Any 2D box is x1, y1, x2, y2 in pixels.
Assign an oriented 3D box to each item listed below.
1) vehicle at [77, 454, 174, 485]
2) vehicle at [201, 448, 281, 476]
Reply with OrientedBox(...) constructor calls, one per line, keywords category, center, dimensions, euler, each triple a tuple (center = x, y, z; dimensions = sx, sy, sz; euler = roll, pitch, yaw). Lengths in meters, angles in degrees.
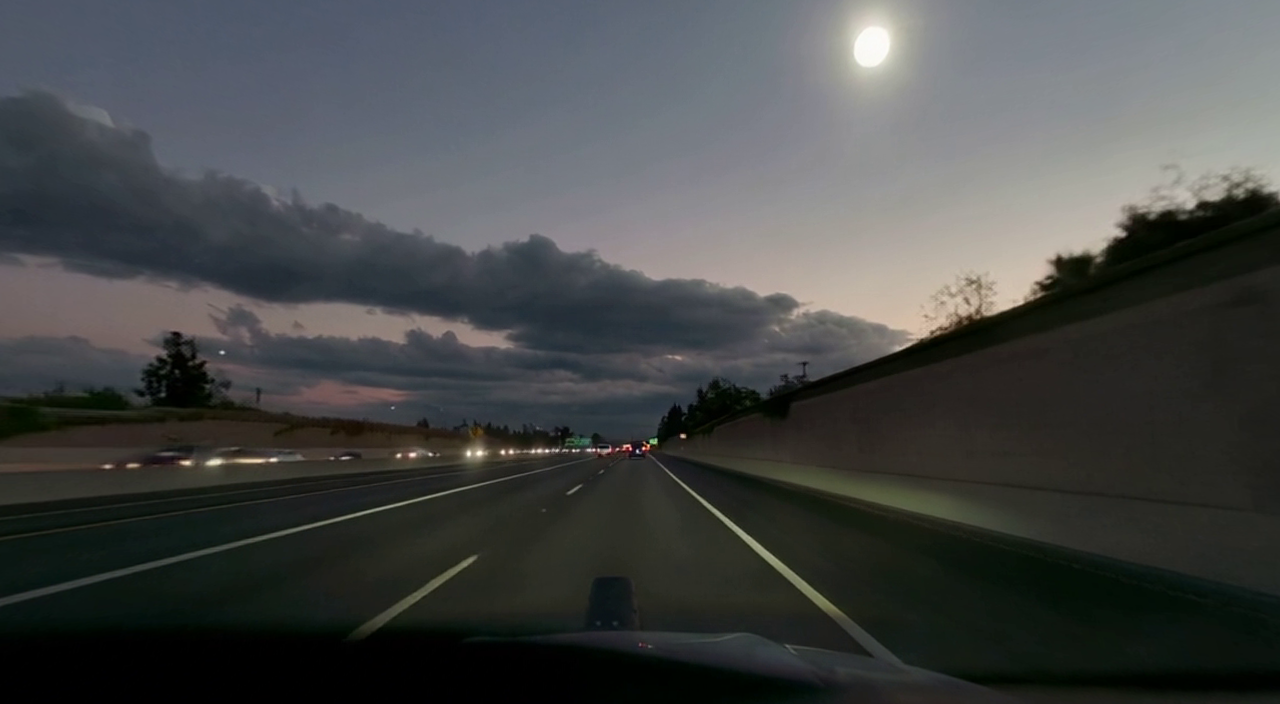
OrientedBox(category="vehicle", center=(-29.696, 6.777, 36.537), dimensions=(1.897, 1.599, 4.359), euler=(0, -9, 0))
OrientedBox(category="vehicle", center=(-25.564, 7.021, 40.598), dimensions=(1.961, 1.669, 4.780), euler=(0, -9, 1))
